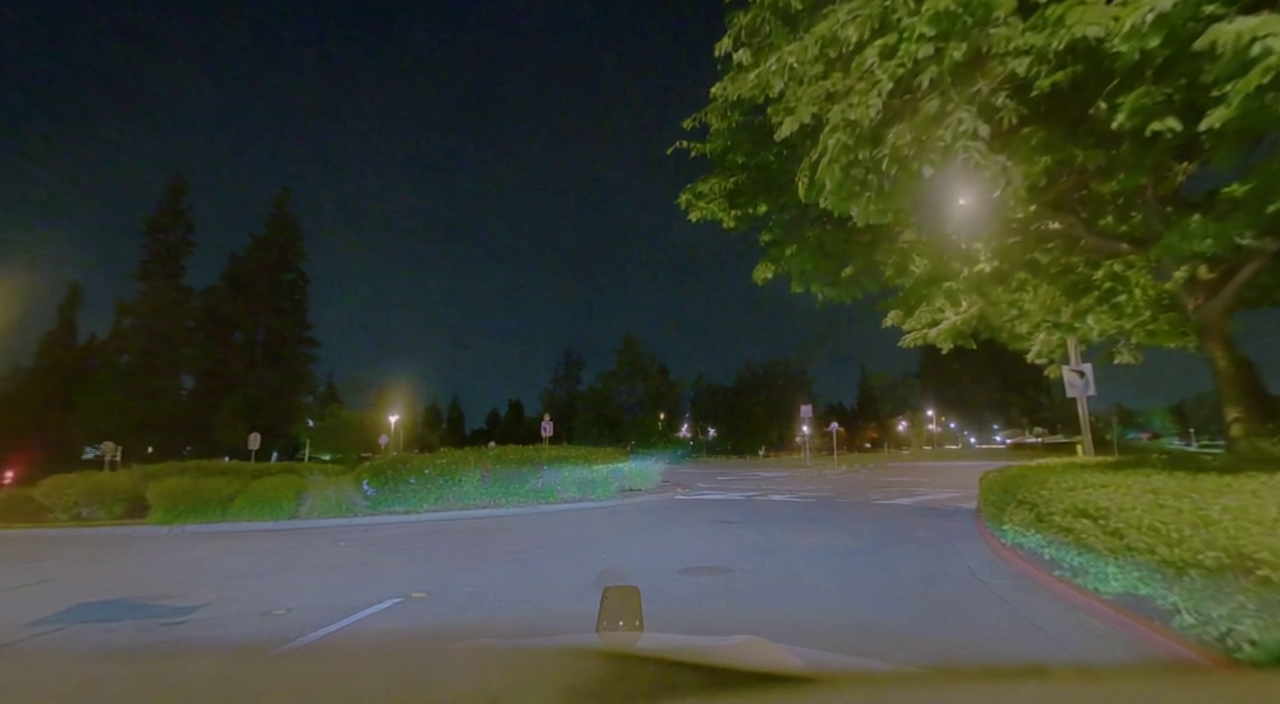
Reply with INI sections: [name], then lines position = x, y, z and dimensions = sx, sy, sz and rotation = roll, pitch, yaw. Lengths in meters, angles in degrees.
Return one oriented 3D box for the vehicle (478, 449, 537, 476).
[vehicle]
position = -9.104, 7.499, 43.073
dimensions = 2.019, 1.672, 4.490
rotation = 6, -11, -40
